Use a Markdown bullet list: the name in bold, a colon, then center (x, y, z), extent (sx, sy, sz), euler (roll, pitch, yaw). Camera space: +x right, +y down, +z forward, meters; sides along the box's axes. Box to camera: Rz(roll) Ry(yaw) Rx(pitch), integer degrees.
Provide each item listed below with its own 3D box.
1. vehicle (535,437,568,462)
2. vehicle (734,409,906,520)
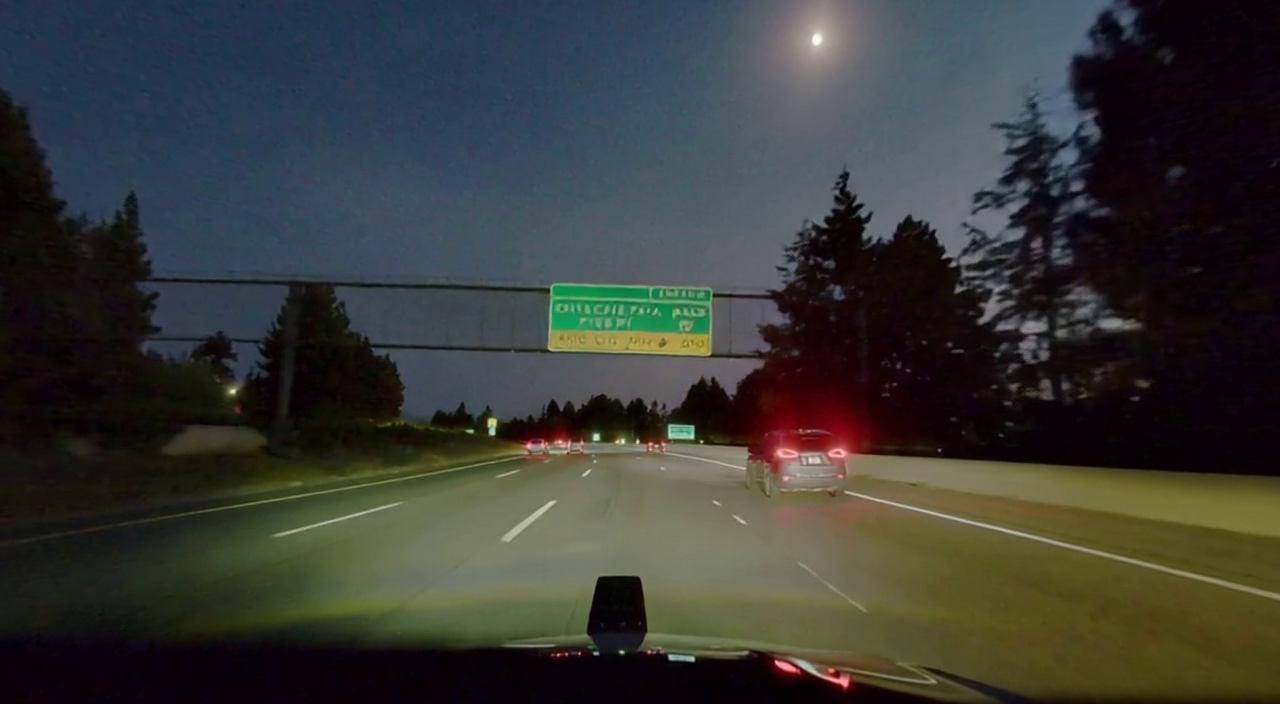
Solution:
- **vehicle**: center (-6.110, 6.813, 44.090), extent (2.064, 1.645, 4.286), euler (1, -8, -5)
- **vehicle**: center (3.285, 2.160, 12.584), extent (2.043, 1.795, 4.347), euler (0, -8, -2)
